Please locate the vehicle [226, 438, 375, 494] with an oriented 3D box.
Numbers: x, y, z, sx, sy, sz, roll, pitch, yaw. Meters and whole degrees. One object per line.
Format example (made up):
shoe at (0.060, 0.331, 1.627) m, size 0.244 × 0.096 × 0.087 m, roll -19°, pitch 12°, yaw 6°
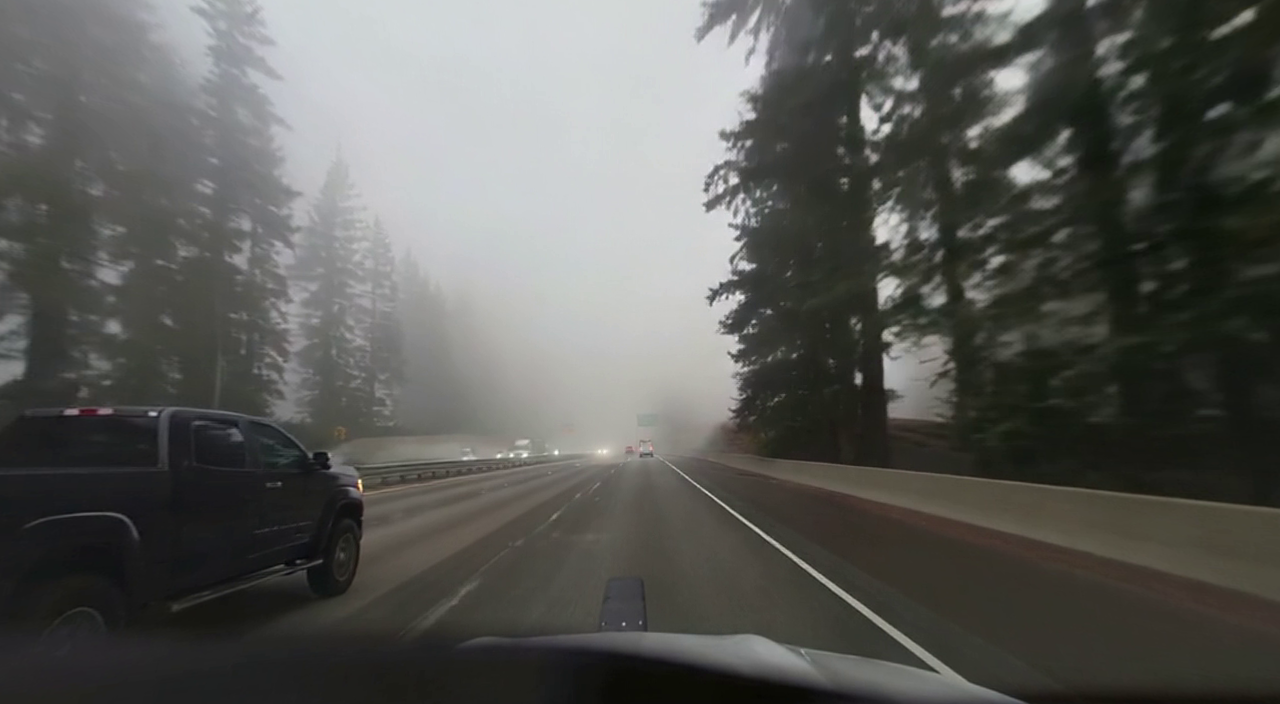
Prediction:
vehicle at (-11.278, 3.774, 21.526) m, size 2.108 × 1.652 × 5.278 m, roll 0°, pitch -8°, yaw 1°
